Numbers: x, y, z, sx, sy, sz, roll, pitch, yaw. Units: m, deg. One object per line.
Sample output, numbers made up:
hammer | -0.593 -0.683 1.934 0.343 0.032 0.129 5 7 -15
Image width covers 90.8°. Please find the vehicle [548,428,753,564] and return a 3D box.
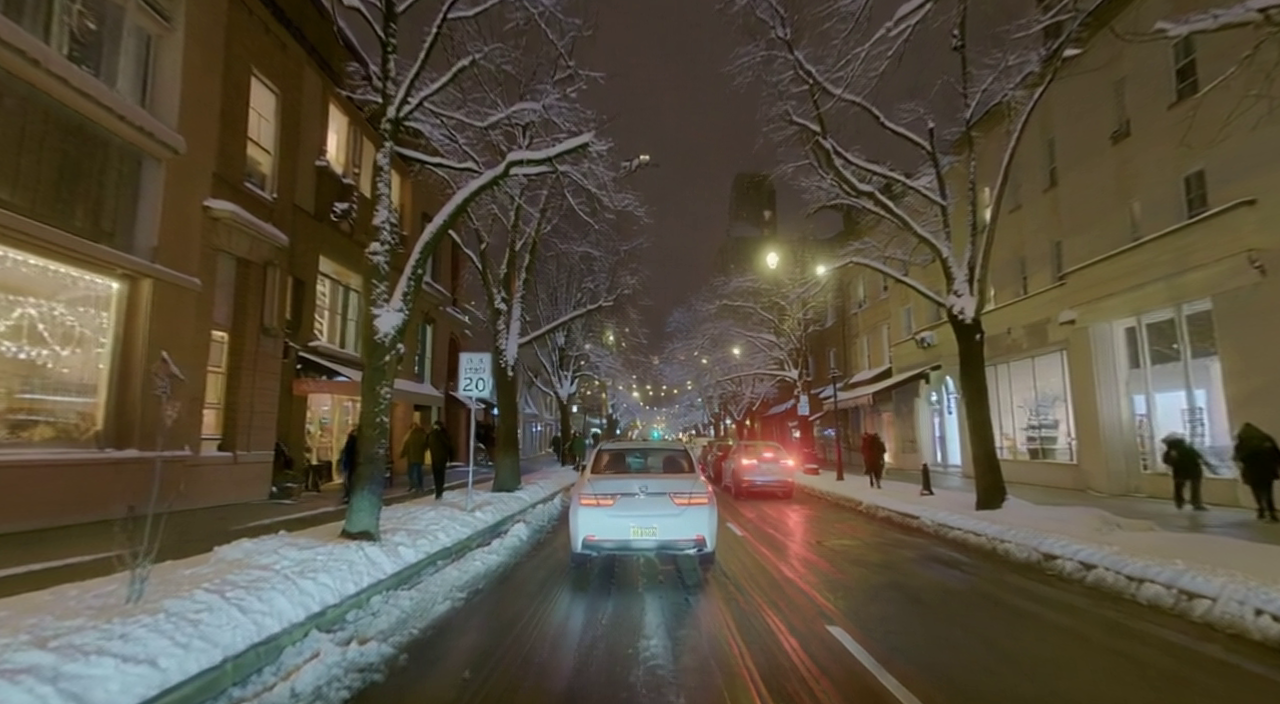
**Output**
vehicle | 0.074 1.904 9.097 2.261 1.474 4.130 0 -9 -1

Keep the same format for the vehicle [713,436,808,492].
vehicle | 3.591 3.433 19.697 2.025 1.523 4.426 0 -9 -1
